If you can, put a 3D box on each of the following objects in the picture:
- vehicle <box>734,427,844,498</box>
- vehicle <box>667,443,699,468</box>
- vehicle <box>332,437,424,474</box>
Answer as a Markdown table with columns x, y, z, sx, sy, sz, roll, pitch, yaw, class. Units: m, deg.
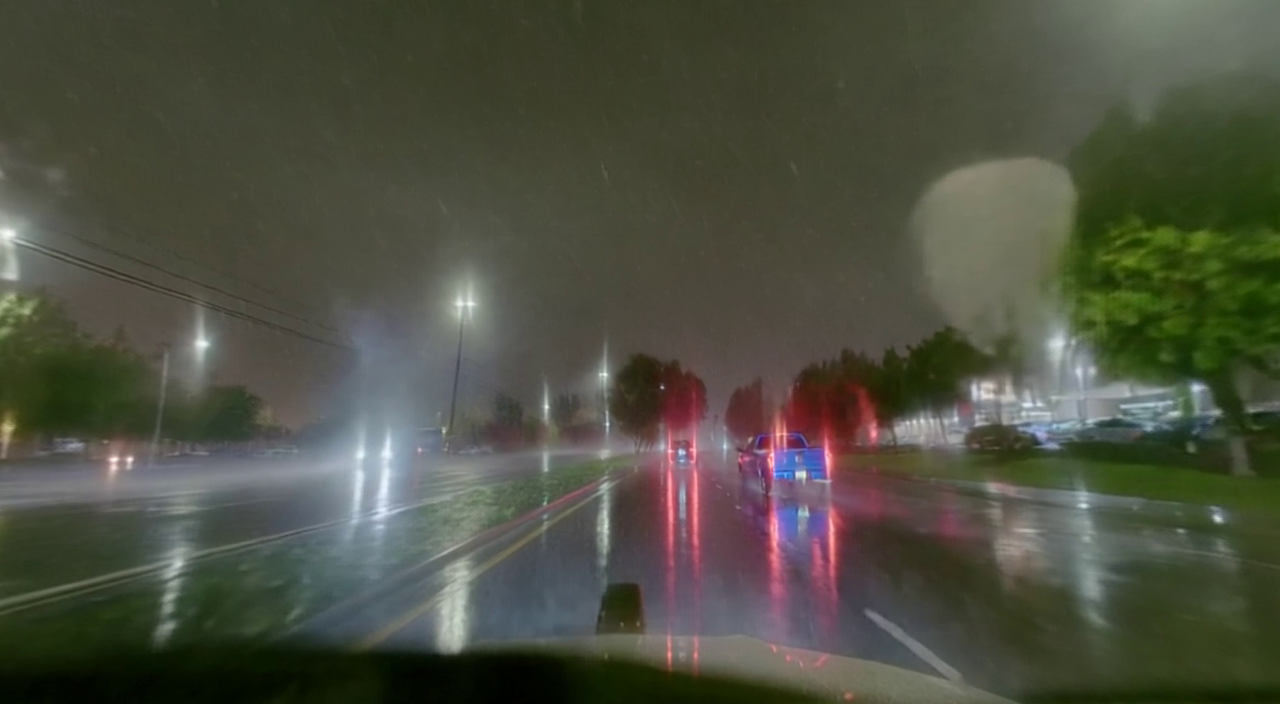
| x | y | z | sx | sy | sz | roll | pitch | yaw | class |
| --- | --- | --- | --- | --- | --- | --- | --- | --- | --- |
| 4.538 | 3.496 | 20.320 | 2.367 | 1.919 | 5.651 | 0 | -9 | 2 | vehicle |
| 2.810 | 6.668 | 40.658 | 1.968 | 1.521 | 4.262 | 0 | -9 | 5 | vehicle |
| -12.269 | 4.860 | 29.825 | 2.008 | 1.553 | 4.642 | 0 | -9 | 5 | vehicle |
